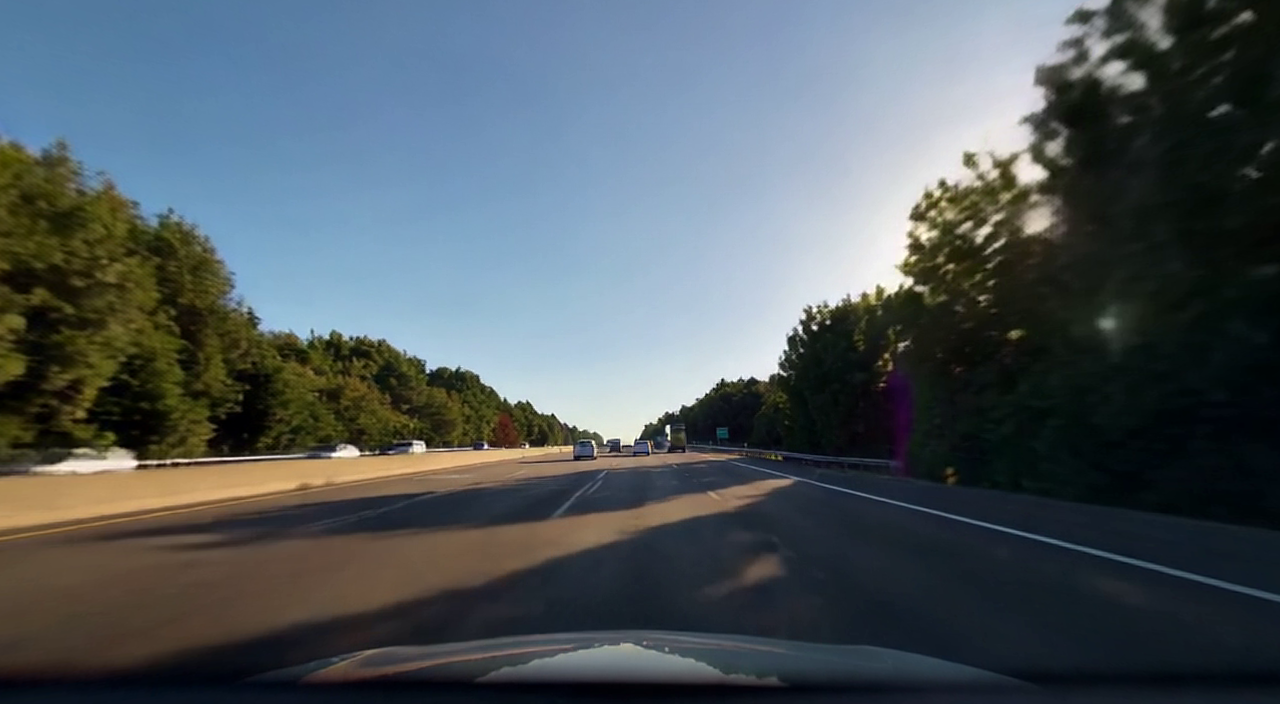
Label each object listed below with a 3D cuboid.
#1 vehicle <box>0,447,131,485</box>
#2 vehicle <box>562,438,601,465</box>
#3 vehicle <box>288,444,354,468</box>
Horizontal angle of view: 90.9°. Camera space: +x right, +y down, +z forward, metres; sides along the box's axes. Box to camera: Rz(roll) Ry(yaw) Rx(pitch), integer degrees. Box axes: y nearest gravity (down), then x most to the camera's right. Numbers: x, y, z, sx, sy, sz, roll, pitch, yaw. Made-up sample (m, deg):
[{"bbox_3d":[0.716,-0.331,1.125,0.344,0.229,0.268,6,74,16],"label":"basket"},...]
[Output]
[{"bbox_3d":[-24.953,4.885,27.294,1.853,1.485,4.706,0,-9,1],"label":"vehicle"},{"bbox_3d":[-3.575,6.222,39.340,2.025,1.571,3.662,0,-9,1],"label":"vehicle"},{"bbox_3d":[-21.293,6.969,42.337,1.899,1.486,4.660,0,-9,1],"label":"vehicle"}]
